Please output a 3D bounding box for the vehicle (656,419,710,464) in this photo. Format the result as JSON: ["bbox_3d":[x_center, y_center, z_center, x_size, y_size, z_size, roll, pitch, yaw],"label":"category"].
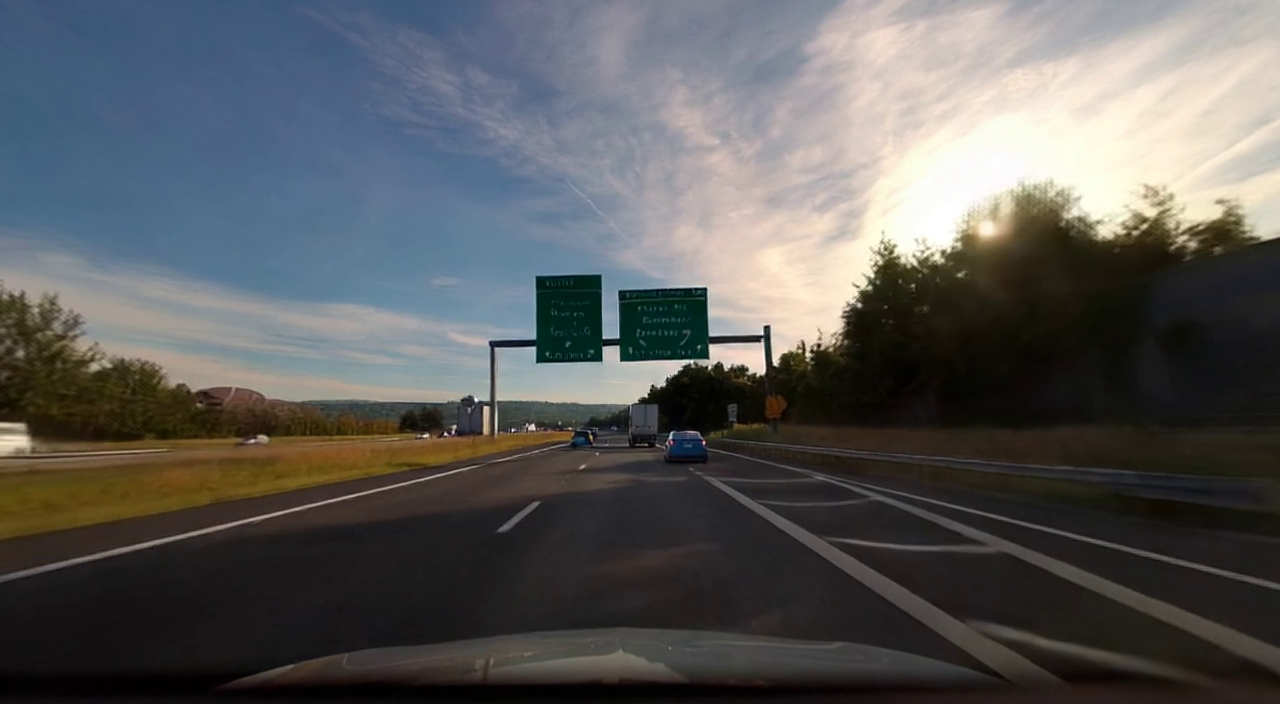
[{"bbox_3d":[1.912,4.186,29.620,2.076,1.914,4.287,0,-8,-2],"label":"vehicle"}]
